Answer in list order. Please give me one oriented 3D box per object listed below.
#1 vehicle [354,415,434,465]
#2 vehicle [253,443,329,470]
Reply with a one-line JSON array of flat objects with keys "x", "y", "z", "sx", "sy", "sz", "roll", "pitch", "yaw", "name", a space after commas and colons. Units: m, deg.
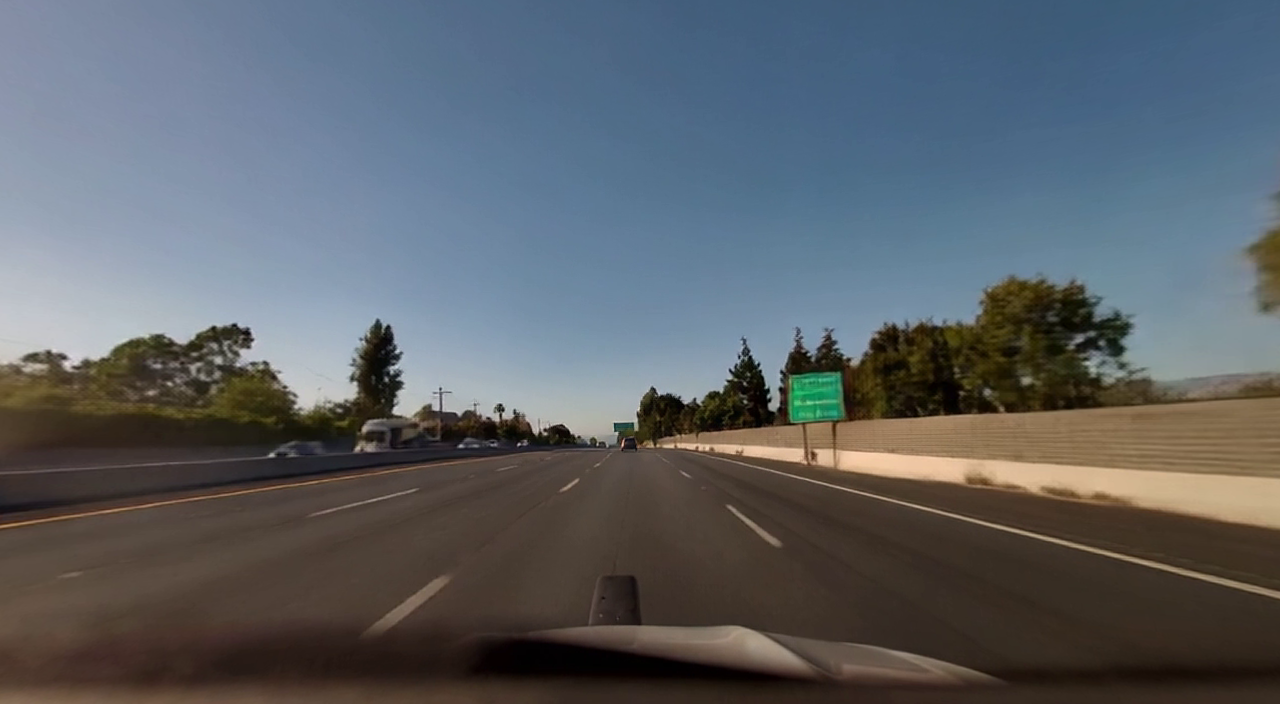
[{"x": -16.541, "y": 5.951, "z": 42.966, "sx": 2.477, "sy": 3.099, "sz": 7.368, "roll": 0, "pitch": -8, "yaw": 0, "name": "vehicle"}, {"x": -20.305, "y": 6.051, "z": 36.908, "sx": 1.961, "sy": 1.430, "sz": 4.442, "roll": 0, "pitch": -8, "yaw": 0, "name": "vehicle"}]
